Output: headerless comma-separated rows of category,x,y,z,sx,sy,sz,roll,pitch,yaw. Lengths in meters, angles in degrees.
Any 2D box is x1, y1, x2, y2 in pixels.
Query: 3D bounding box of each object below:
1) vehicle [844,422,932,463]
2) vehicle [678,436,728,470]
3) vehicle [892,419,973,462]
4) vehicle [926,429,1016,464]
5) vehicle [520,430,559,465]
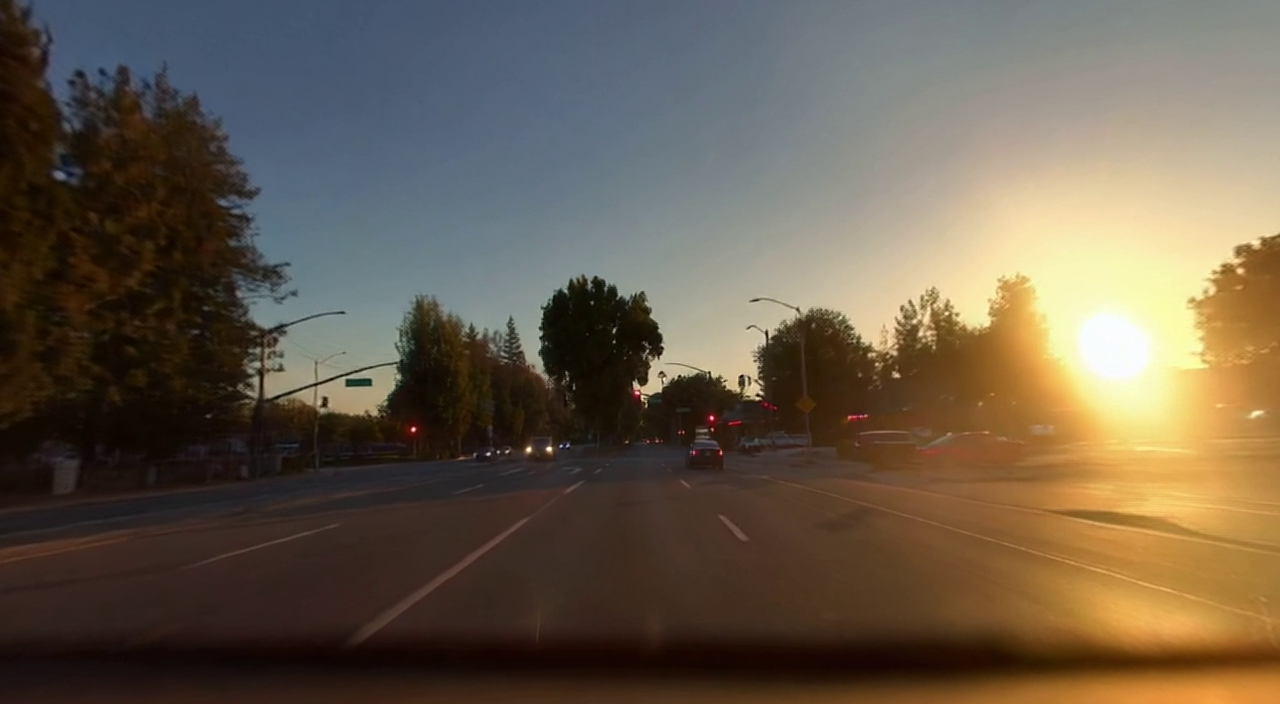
vehicle,13.350,4.837,33.833,5.115,1.997,2.279,6,-11,-43
vehicle,3.037,4.986,31.395,1.961,1.580,4.020,0,-8,-2
vehicle,14.780,4.420,31.776,2.067,1.818,4.779,-11,-11,42
vehicle,14.944,4.241,28.501,3.552,1.484,1.883,4,-9,-29
vehicle,-6.463,6.089,40.524,2.270,2.068,5.517,1,-8,-10
